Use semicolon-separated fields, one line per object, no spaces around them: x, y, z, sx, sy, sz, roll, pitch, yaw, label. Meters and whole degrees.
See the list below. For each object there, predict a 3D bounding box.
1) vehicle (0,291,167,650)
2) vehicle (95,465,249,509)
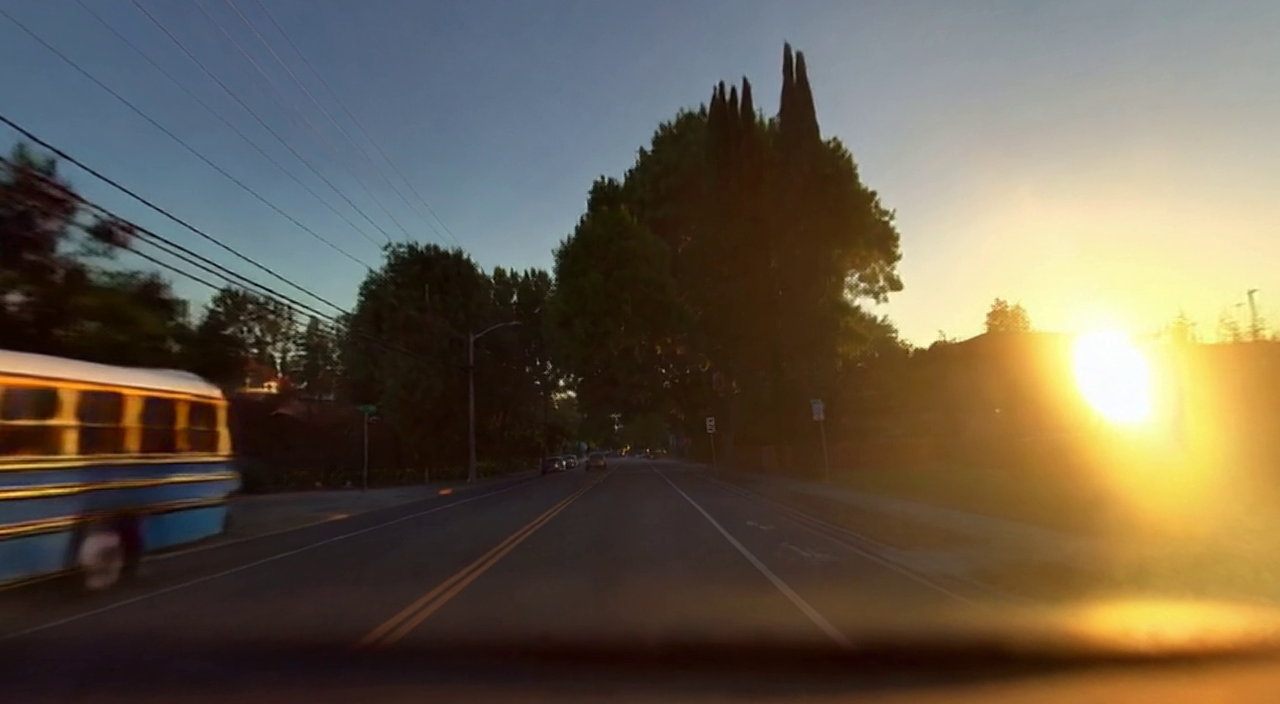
-6.662;0.652;3.190;2.835;2.876;7.091;0;-9;1;vehicle
-16.919;4.868;22.955;4.234;1.436;1.935;-2;-9;8;vehicle
